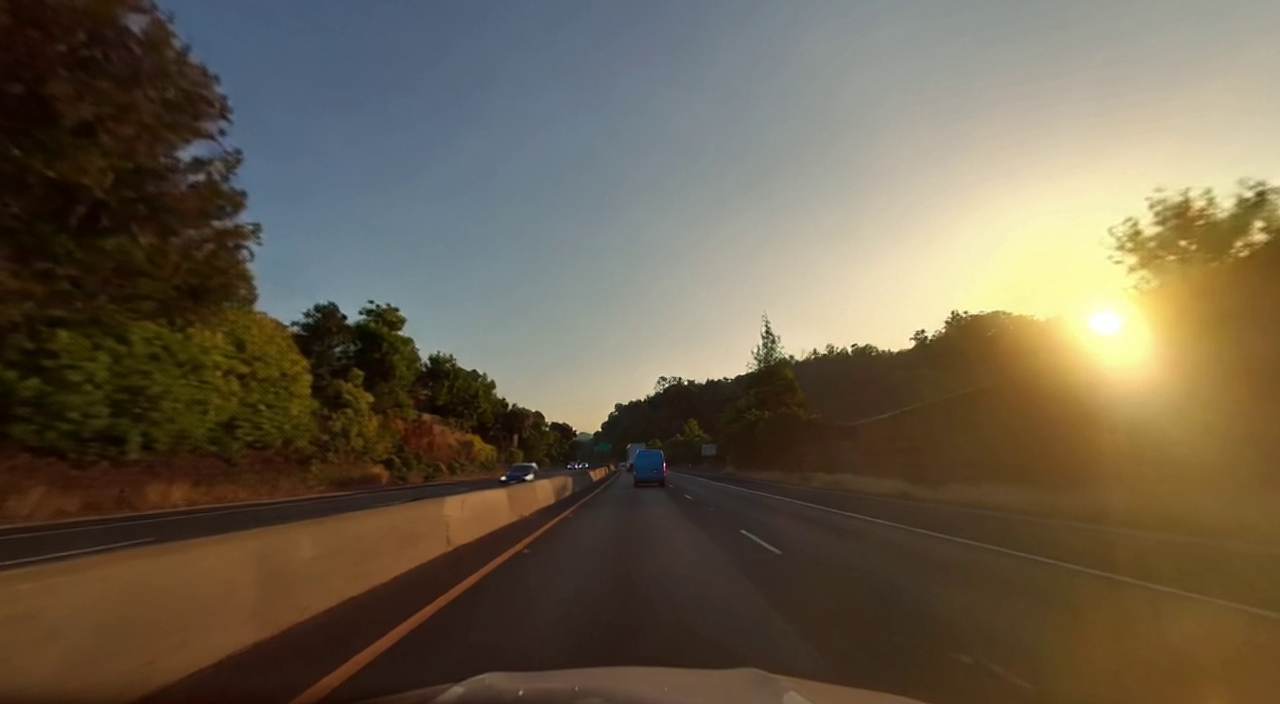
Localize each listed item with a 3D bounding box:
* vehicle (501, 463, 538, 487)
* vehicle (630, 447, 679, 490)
[{"bbox_3d":[-8.466,8.708,44.614,1.856,1.540,3.882,1,-10,0],"label":"vehicle"},{"bbox_3d":[0.745,6.454,34.944,2.429,2.167,4.558,1,-10,-2],"label":"vehicle"}]
